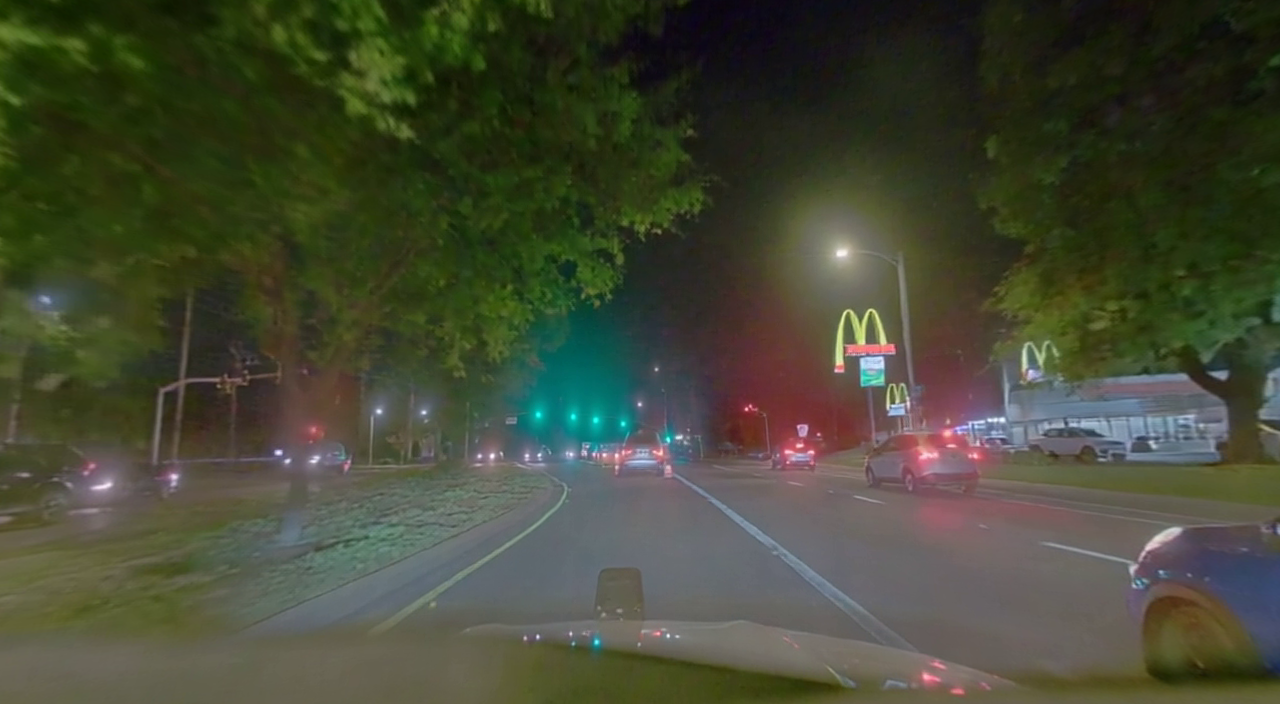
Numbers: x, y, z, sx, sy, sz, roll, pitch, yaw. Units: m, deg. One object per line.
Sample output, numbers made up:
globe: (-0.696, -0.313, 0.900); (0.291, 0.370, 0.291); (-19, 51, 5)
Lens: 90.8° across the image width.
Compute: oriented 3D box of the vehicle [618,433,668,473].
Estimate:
vehicle: (0.119, 5.261, 32.993); (2.402, 1.938, 4.535); (0, -9, -1)

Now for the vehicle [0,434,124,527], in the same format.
vehicle: (-13.943, 2.652, 13.103); (2.159, 1.836, 5.038); (0, -9, 0)

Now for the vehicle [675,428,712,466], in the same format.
vehicle: (3.815, 6.844, 45.648); (2.239, 2.586, 4.586); (0, -8, 0)

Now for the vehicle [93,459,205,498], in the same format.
vehicle: (-21.836, 5.600, 28.285); (1.879, 1.520, 3.830); (0, -9, 0)

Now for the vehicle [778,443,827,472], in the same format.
vehicle: (9.129, 5.938, 35.863); (1.879, 1.517, 4.006); (-1, -9, 2)

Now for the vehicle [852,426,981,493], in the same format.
vehicle: (8.142, 3.203, 19.130); (1.977, 1.786, 4.344); (0, -9, 1)

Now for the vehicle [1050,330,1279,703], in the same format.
vehicle: (3.503, 0.637, 1.488); (2.076, 1.716, 4.416); (0, -9, 0)

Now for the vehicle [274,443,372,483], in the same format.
vehicle: (-14.450, 5.084, 29.142); (2.136, 1.676, 4.371); (-1, -9, 2)
